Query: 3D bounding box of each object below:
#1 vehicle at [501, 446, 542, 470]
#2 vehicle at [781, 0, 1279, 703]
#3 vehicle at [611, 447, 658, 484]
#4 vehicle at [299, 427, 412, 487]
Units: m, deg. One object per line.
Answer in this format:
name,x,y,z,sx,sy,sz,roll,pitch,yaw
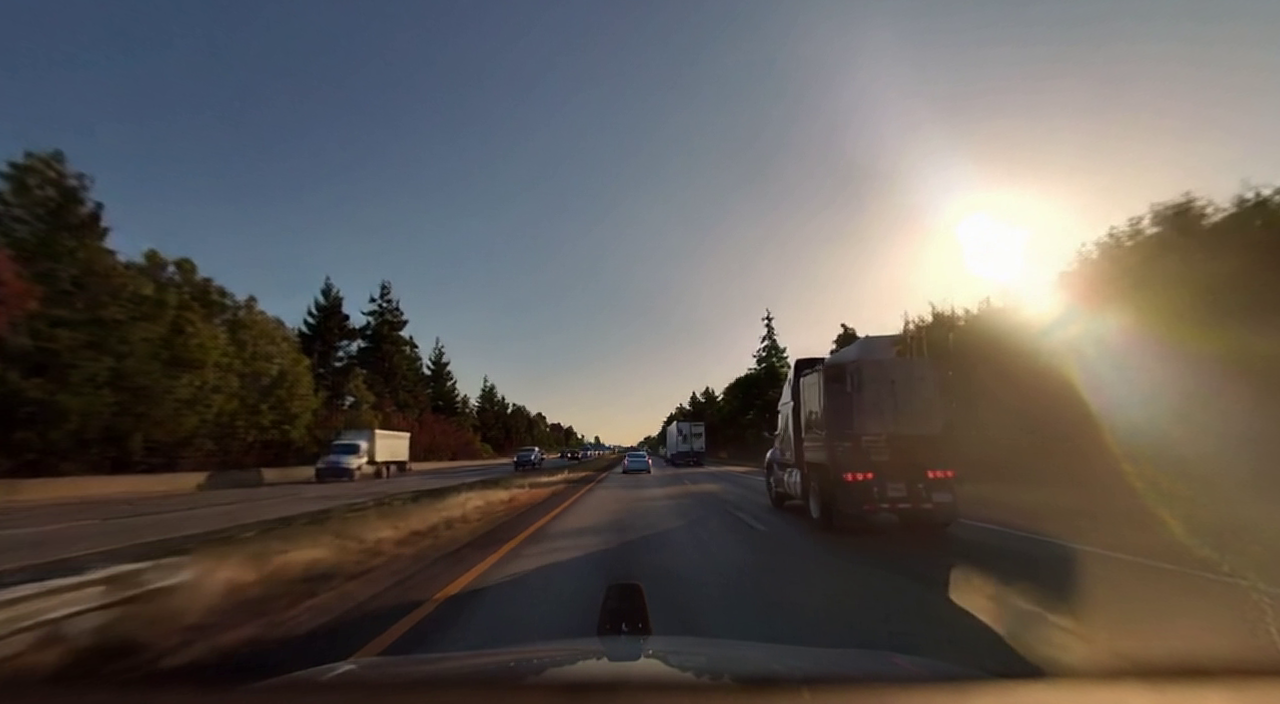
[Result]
vehicle,-8.281,7.454,44.422,2.034,1.621,4.525,0,-9,0
vehicle,4.619,0.313,6.647,2.842,4.060,13.939,0,-9,-1
vehicle,-0.223,4.883,27.412,1.939,1.495,3.612,0,-9,0
vehicle,-13.239,4.966,30.012,2.255,2.511,6.577,0,-9,0
